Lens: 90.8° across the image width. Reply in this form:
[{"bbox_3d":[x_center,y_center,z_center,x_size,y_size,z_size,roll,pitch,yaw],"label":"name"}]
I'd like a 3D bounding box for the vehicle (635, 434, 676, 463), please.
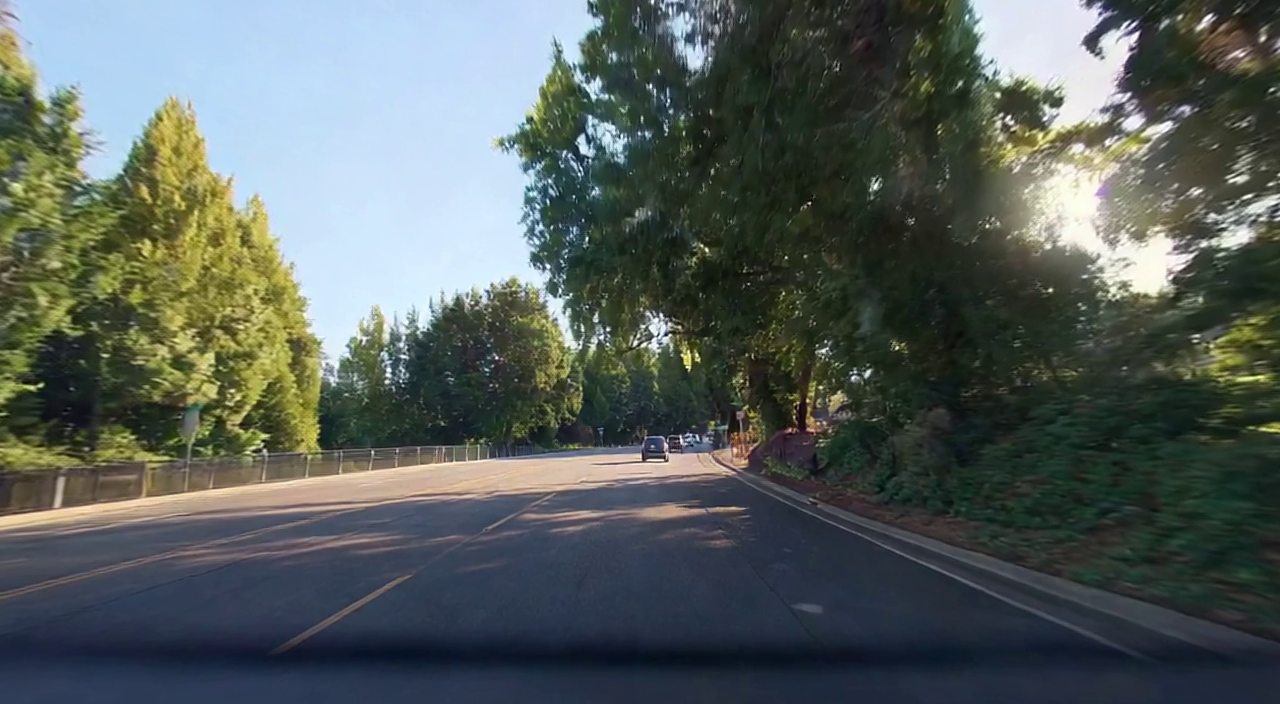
[{"bbox_3d":[0.989,5.901,38.669,2.294,1.708,4.110,-1,-8,4],"label":"vehicle"}]
